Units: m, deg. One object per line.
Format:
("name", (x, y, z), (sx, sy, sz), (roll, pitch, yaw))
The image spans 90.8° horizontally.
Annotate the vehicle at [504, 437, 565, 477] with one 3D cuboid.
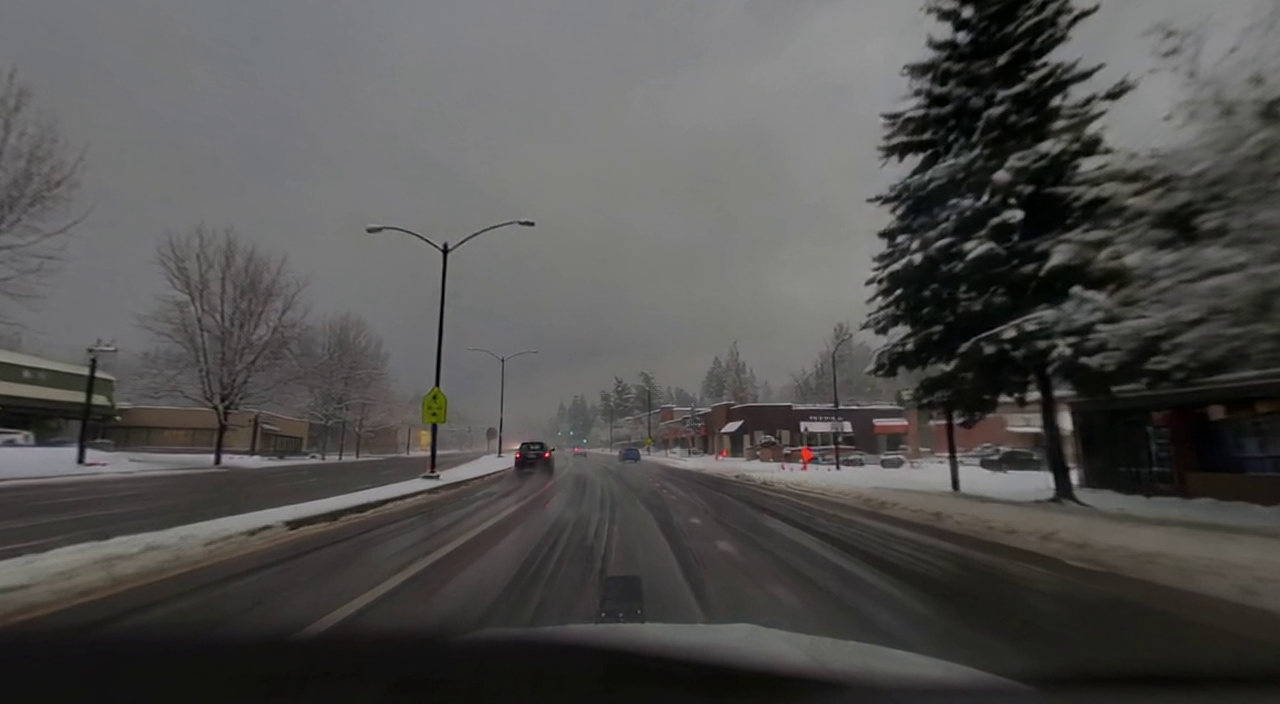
("vehicle", (-4.884, 4.957, 29.945), (2.381, 1.721, 4.186), (0, -9, -4))
